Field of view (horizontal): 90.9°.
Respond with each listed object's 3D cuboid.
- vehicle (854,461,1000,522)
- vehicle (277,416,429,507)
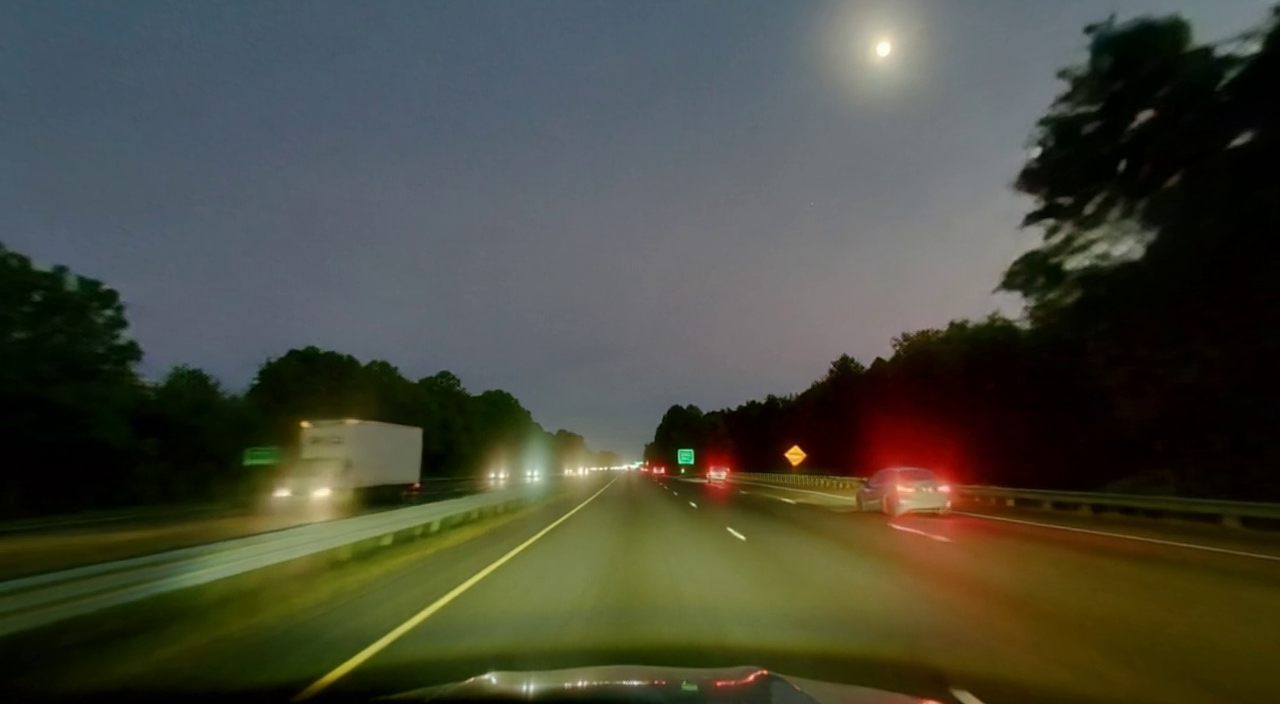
[{"bbox_3d":[7.951,3.898,17.988,2.024,1.476,4.352,1,-11,-1],"label":"vehicle"},{"bbox_3d":[-13.508,5.413,30.938,3.015,3.755,9.107,1,-11,0],"label":"vehicle"}]
